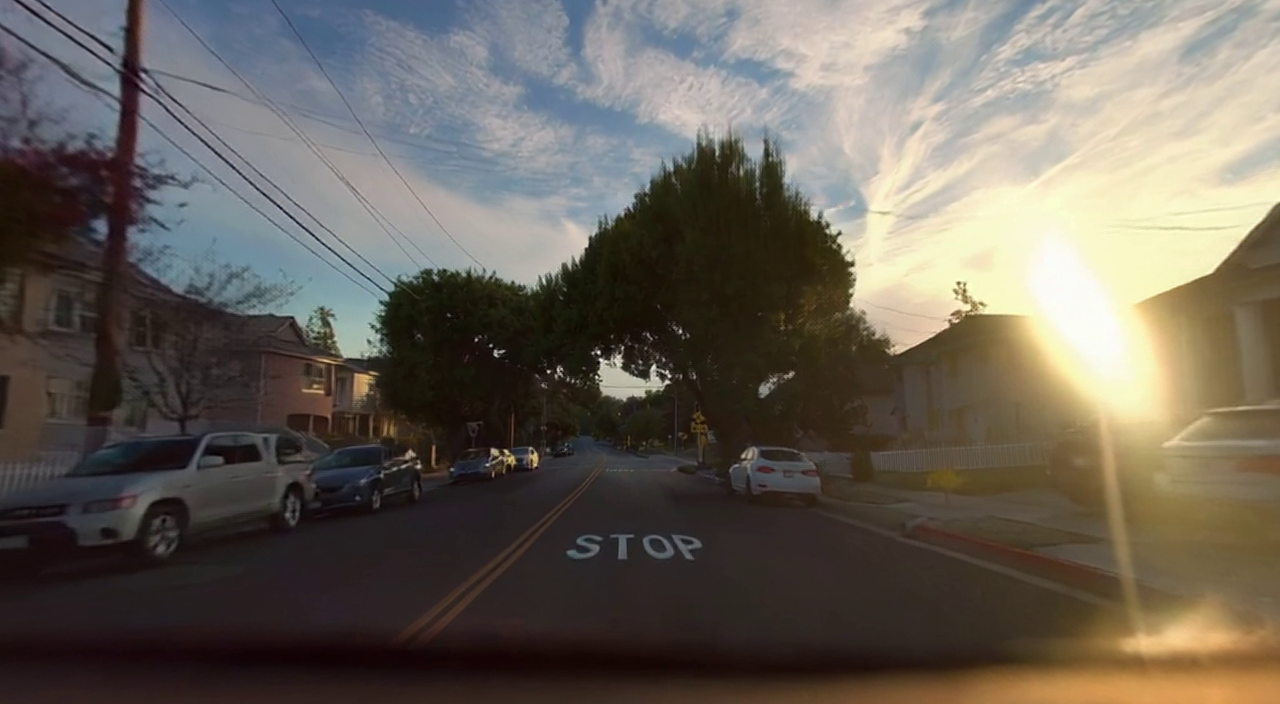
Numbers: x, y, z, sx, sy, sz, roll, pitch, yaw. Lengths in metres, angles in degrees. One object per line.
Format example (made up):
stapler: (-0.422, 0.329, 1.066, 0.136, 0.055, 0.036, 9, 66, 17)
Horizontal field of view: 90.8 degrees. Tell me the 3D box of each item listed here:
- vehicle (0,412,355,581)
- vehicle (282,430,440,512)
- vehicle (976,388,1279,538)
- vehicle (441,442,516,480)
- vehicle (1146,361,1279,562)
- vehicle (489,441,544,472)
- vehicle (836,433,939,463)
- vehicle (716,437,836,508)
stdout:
vehicle: (-6.574, 1.920, 9.388, 2.136, 1.757, 5.365, 0, -8, 0)
vehicle: (-6.616, 2.851, 15.638, 1.896, 1.703, 4.586, 0, -8, -1)
vehicle: (8.396, 1.557, 9.259, 5.541, 1.820, 2.319, -1, -9, 0)
vehicle: (-6.877, 4.686, 27.427, 2.056, 1.481, 4.451, 0, -8, 0)
vehicle: (8.474, 1.123, 6.533, 4.507, 1.939, 2.304, 0, -9, -4)
vehicle: (-6.604, 5.630, 34.237, 2.026, 1.560, 4.062, 0, -8, 2)
vehicle: (16.705, 6.494, 42.933, 6.022, 1.953, 2.250, 0, -9, 1)
vehicle: (3.317, 3.056, 16.664, 1.963, 1.536, 5.446, 0, -8, 0)
